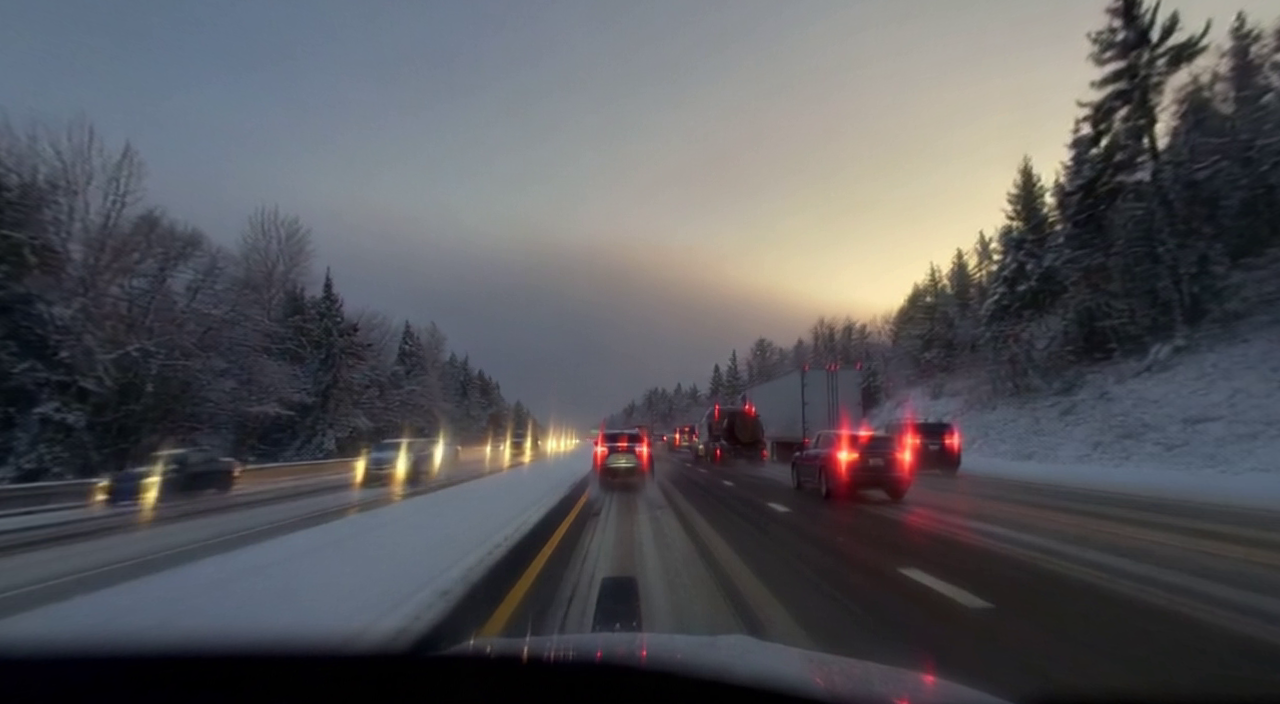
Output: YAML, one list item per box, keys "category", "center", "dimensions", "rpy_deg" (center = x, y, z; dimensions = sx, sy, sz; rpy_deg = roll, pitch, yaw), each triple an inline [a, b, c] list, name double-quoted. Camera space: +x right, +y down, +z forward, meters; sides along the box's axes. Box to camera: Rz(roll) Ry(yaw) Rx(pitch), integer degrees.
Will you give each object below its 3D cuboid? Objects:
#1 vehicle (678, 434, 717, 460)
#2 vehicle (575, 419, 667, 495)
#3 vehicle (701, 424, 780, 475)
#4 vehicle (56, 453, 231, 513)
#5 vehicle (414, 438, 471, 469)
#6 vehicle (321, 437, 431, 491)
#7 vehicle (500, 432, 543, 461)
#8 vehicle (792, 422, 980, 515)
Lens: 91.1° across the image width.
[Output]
- category: "vehicle"
  center: [3.417, 5.707, 37.993]
  dimensions: [1.865, 1.471, 3.916]
  rpy_deg: [0, -8, -2]
- category: "vehicle"
  center: [-0.482, 2.699, 16.575]
  dimensions: [2.087, 1.709, 4.455]
  rpy_deg: [0, -8, -2]
- category: "vehicle"
  center: [3.585, 3.545, 23.186]
  dimensions: [2.147, 1.707, 3.963]
  rpy_deg: [0, -8, -2]
- category: "vehicle"
  center: [-14.925, 3.905, 19.281]
  dimensions: [1.976, 1.500, 4.233]
  rpy_deg: [0, -8, -2]
- category: "vehicle"
  center: [-11.769, 6.053, 37.771]
  dimensions: [1.990, 1.751, 4.566]
  rpy_deg: [0, -8, -1]
- category: "vehicle"
  center: [-9.043, 3.819, 21.972]
  dimensions: [2.051, 1.679, 4.148]
  rpy_deg: [0, -8, 0]
- category: "vehicle"
  center: [-8.828, 7.081, 47.227]
  dimensions: [2.243, 2.051, 5.305]
  rpy_deg: [0, -8, -1]
- category: "vehicle"
  center: [4.582, 2.207, 12.505]
  dimensions: [2.040, 1.523, 4.068]
  rpy_deg: [0, -8, -1]
